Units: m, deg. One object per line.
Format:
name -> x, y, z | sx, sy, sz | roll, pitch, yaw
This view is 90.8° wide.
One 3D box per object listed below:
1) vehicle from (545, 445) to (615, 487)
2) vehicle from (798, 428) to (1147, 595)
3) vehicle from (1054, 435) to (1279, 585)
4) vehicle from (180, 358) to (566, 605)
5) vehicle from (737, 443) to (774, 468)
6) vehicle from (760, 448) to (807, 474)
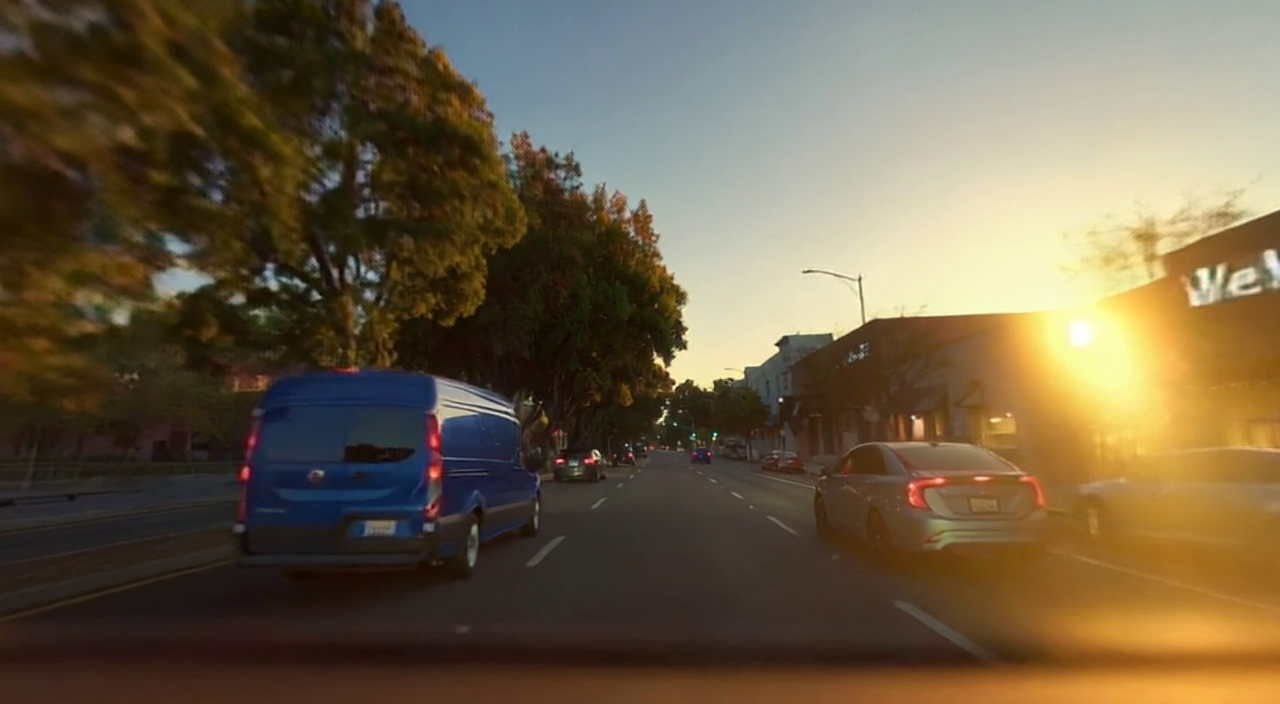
vehicle -> -2.176, 4.310, 24.260 | 2.060, 1.466, 4.387 | -1, -9, 3
vehicle -> 3.579, 1.790, 8.053 | 2.021, 1.491, 4.563 | 0, -9, 1
vehicle -> 7.350, 1.759, 7.556 | 1.896, 1.479, 4.416 | 0, -9, 2
vehicle -> -2.692, 1.542, 8.431 | 2.490, 2.153, 5.594 | 0, -9, 2
vehicle -> 8.768, 7.893, 48.315 | 2.017, 1.745, 4.670 | 0, -9, 1
vehicle -> 8.423, 6.407, 37.468 | 1.896, 1.442, 4.305 | 0, -9, 2
